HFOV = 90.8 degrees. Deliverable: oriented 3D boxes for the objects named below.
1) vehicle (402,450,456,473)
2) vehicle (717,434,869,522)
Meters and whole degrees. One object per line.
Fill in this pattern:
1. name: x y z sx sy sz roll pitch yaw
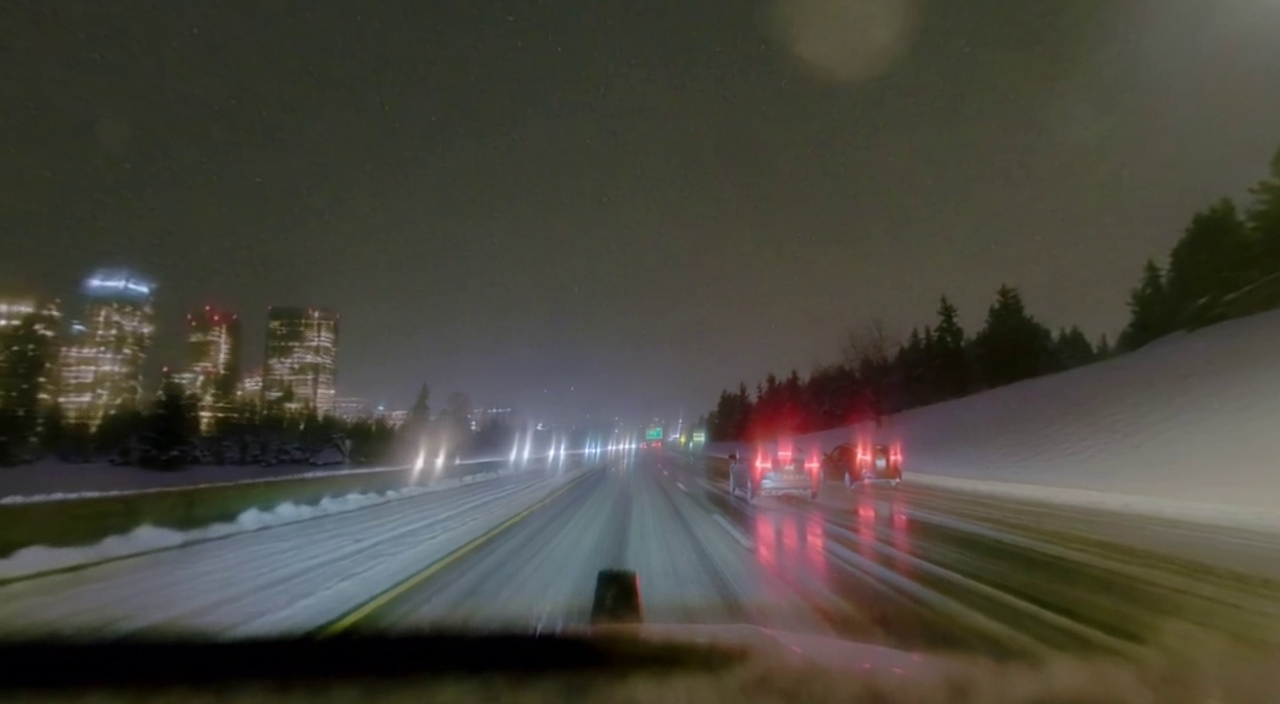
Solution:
1. vehicle: -14.552 7.550 43.750 1.974 1.491 4.688 0 -9 2
2. vehicle: 2.972 2.565 13.444 1.982 1.533 4.612 0 -8 -2
